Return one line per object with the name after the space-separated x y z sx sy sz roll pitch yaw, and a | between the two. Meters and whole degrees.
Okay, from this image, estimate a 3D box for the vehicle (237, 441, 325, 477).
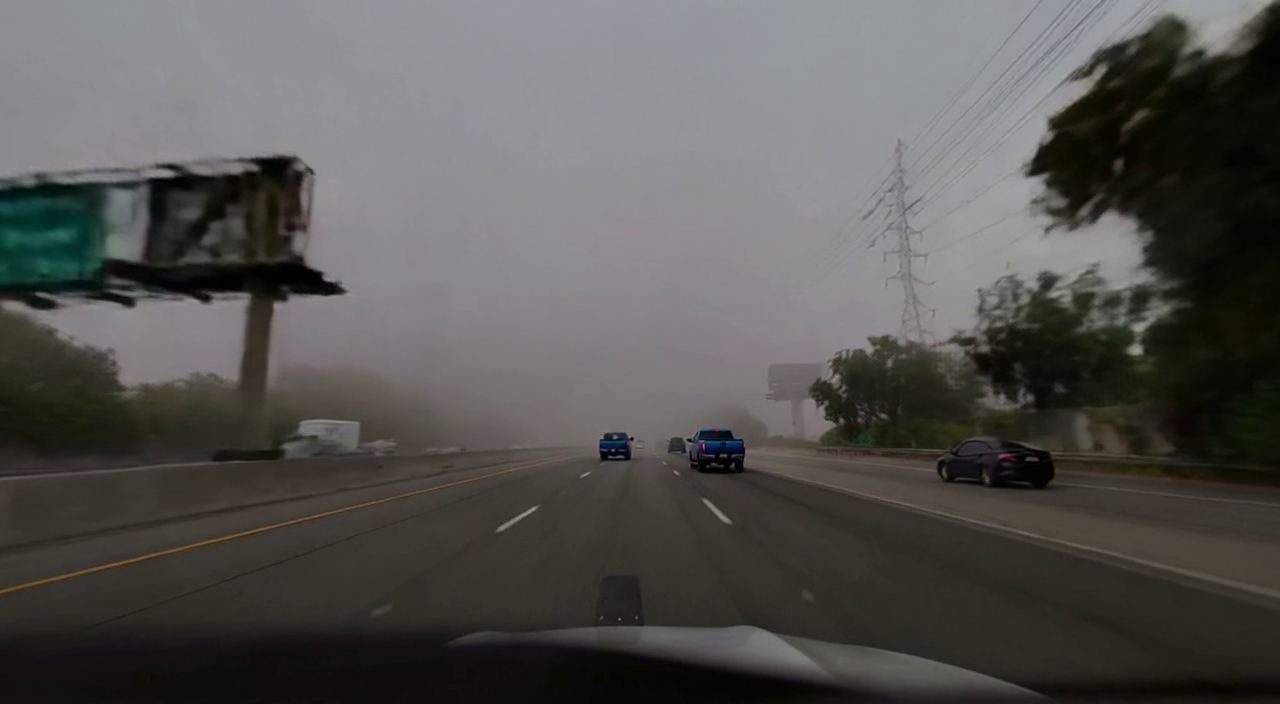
-17.789 5.289 31.482 1.846 1.611 4.293 0 -8 0 | vehicle

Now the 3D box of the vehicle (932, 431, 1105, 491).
10.609 3.069 18.173 2.076 1.470 4.644 0 -8 -1 | vehicle

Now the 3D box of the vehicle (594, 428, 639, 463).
-1.389 5.881 39.692 2.508 2.023 6.176 0 -8 1 | vehicle
